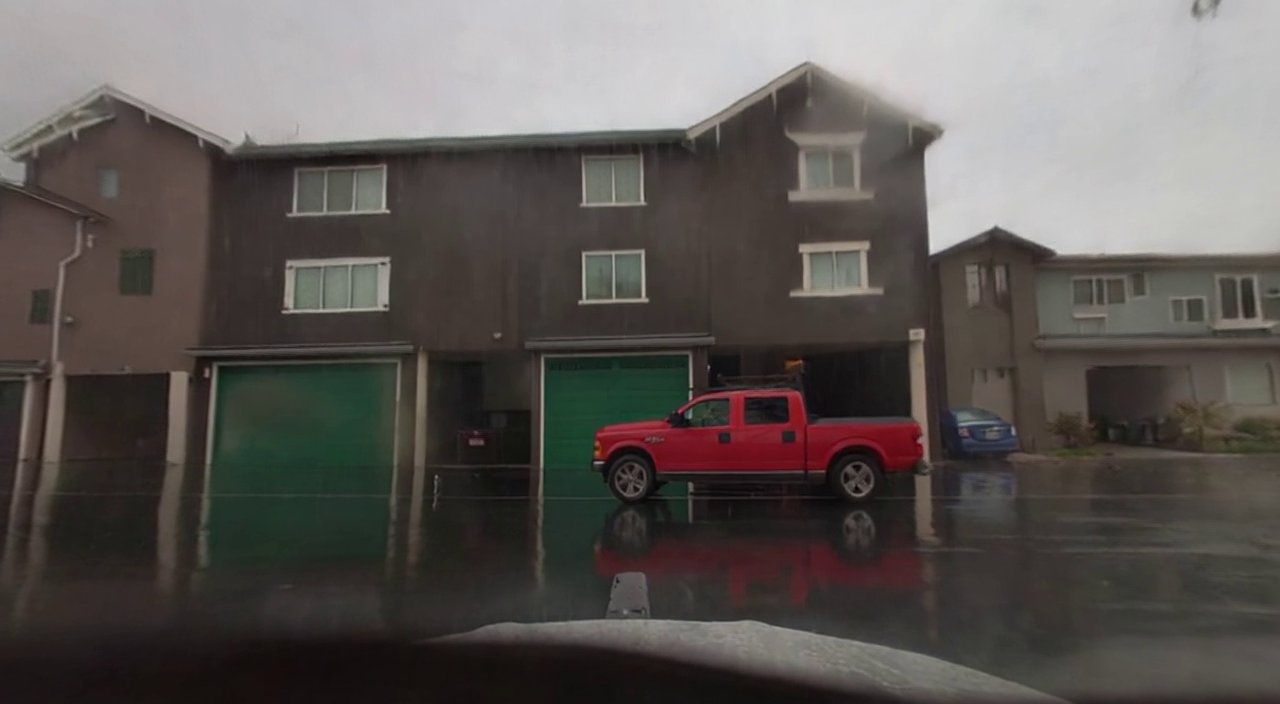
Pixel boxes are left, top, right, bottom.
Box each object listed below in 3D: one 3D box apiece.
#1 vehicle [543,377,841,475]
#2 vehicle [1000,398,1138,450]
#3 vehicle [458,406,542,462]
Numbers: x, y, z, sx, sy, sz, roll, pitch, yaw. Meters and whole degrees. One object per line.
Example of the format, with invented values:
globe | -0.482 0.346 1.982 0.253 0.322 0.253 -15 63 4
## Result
vehicle | 0.989 1.542 13.046 5.600 1.835 2.161 0 -8 1
vehicle | 15.851 2.711 23.464 3.770 1.496 1.951 5 -9 2
vehicle | -4.627 2.705 21.453 1.869 1.460 3.826 -4 -2 1
